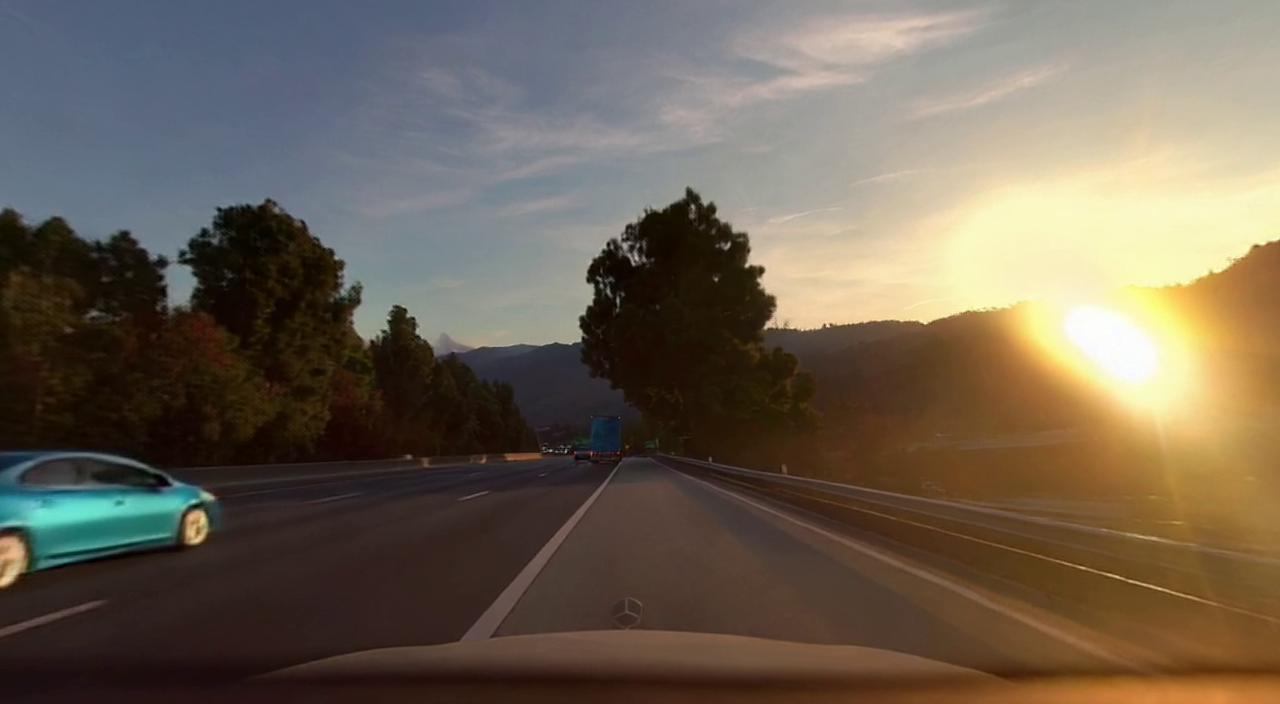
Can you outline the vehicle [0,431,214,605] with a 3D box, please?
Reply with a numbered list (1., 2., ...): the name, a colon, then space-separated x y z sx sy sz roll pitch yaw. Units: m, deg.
1. vehicle: -6.580 1.531 5.961 1.938 1.507 4.557 0 -9 0
